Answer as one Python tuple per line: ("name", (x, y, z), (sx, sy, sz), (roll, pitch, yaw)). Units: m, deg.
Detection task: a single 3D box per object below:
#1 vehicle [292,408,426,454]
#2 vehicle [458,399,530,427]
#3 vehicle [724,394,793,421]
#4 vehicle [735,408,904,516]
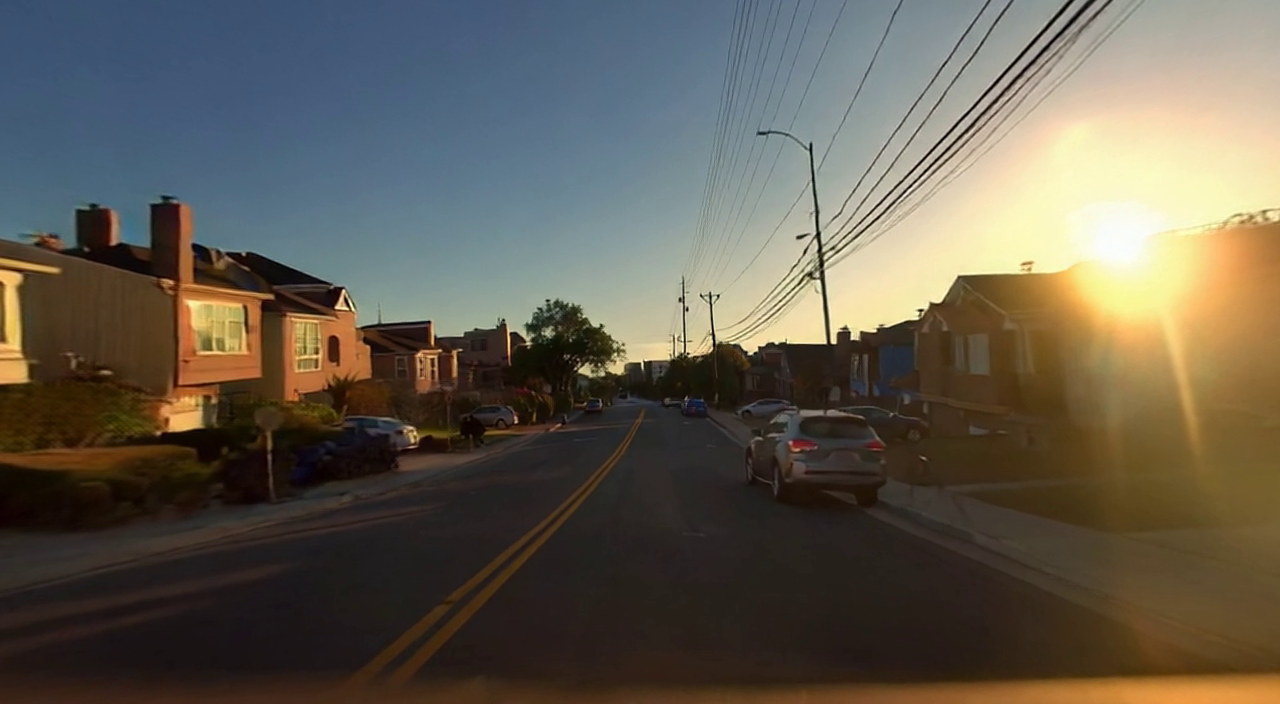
("vehicle", (-11.481, 3.299, 25.955), (4.525, 1.797, 2.024), (-1, -9, 5))
("vehicle", (-10.366, 4.340, 44.747), (4.484, 1.538, 1.901), (4, -7, 5))
("vehicle", (8.925, 4.221, 47.588), (4.893, 1.642, 1.874), (-3, -9, 5))
("vehicle", (3.493, 2.142, 13.400), (2.211, 1.860, 4.813), (0, -5, 0))
